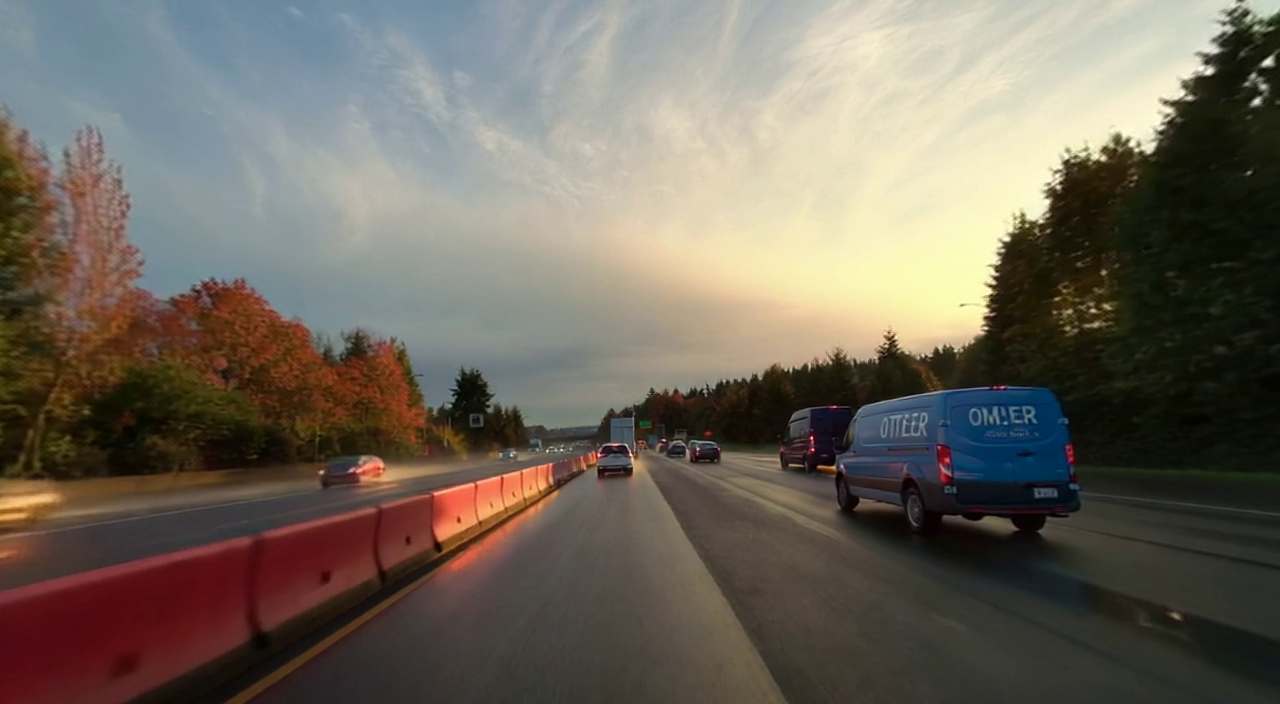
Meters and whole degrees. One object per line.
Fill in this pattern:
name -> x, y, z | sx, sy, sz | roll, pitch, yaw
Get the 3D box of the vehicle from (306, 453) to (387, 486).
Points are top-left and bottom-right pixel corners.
vehicle -> -15.658, 6.272, 33.889 | 1.990, 1.502, 4.966 | 0, -8, 0

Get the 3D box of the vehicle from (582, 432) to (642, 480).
vehicle -> -1.039, 3.906, 23.931 | 2.100, 1.636, 3.620 | 0, -8, -2

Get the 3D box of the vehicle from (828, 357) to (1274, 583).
vehicle -> 4.484, 1.408, 8.290 | 2.223, 2.008, 5.121 | 0, -8, -3
